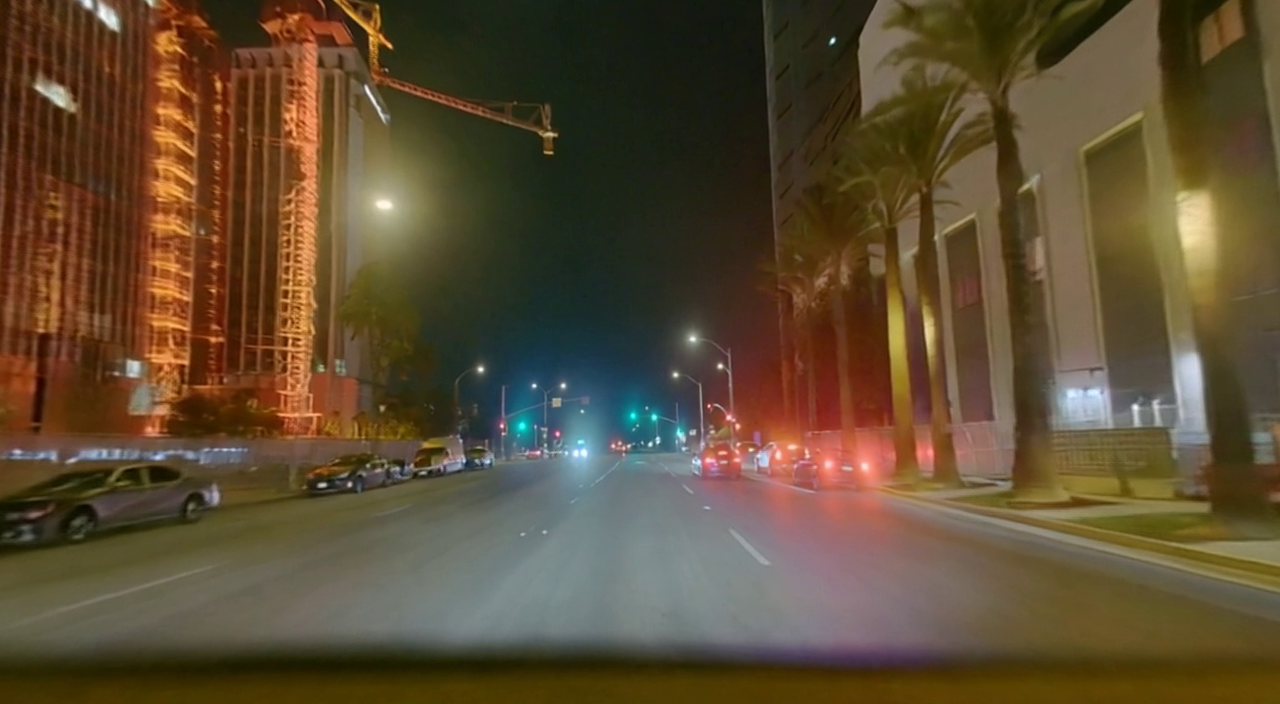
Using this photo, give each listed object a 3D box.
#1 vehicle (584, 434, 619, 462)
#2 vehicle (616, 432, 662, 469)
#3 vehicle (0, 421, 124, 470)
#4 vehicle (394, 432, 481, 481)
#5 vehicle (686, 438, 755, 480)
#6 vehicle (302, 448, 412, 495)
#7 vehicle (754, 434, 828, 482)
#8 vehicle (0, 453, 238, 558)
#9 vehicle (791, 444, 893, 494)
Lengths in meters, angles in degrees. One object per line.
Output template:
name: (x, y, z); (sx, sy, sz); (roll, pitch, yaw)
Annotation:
vehicle: (-2.700, 6.942, 45.695); (2.180, 1.879, 4.452); (0, -8, 1)
vehicle: (-0.054, 5.224, 33.583); (2.264, 1.798, 4.258); (0, -8, 0)
vehicle: (-20.124, 3.260, 21.975); (3.575, 1.571, 1.912); (-5, -9, 26)
vehicle: (-10.060, 5.326, 31.975); (2.294, 1.948, 6.025); (-6, -10, 0)
vehicle: (3.031, 4.110, 24.571); (1.999, 1.487, 3.939); (0, -9, -2)
vehicle: (-9.977, 4.207, 22.726); (1.804, 1.478, 4.734); (0, -8, 0)
vehicle: (6.256, 4.434, 26.700); (1.886, 1.792, 4.525); (0, -9, -1)
vehicle: (-9.685, 2.596, 11.458); (1.821, 1.448, 4.591); (0, -8, -1)
vehicle: (6.423, 3.738, 20.651); (1.819, 1.435, 4.337); (0, -8, -1)
